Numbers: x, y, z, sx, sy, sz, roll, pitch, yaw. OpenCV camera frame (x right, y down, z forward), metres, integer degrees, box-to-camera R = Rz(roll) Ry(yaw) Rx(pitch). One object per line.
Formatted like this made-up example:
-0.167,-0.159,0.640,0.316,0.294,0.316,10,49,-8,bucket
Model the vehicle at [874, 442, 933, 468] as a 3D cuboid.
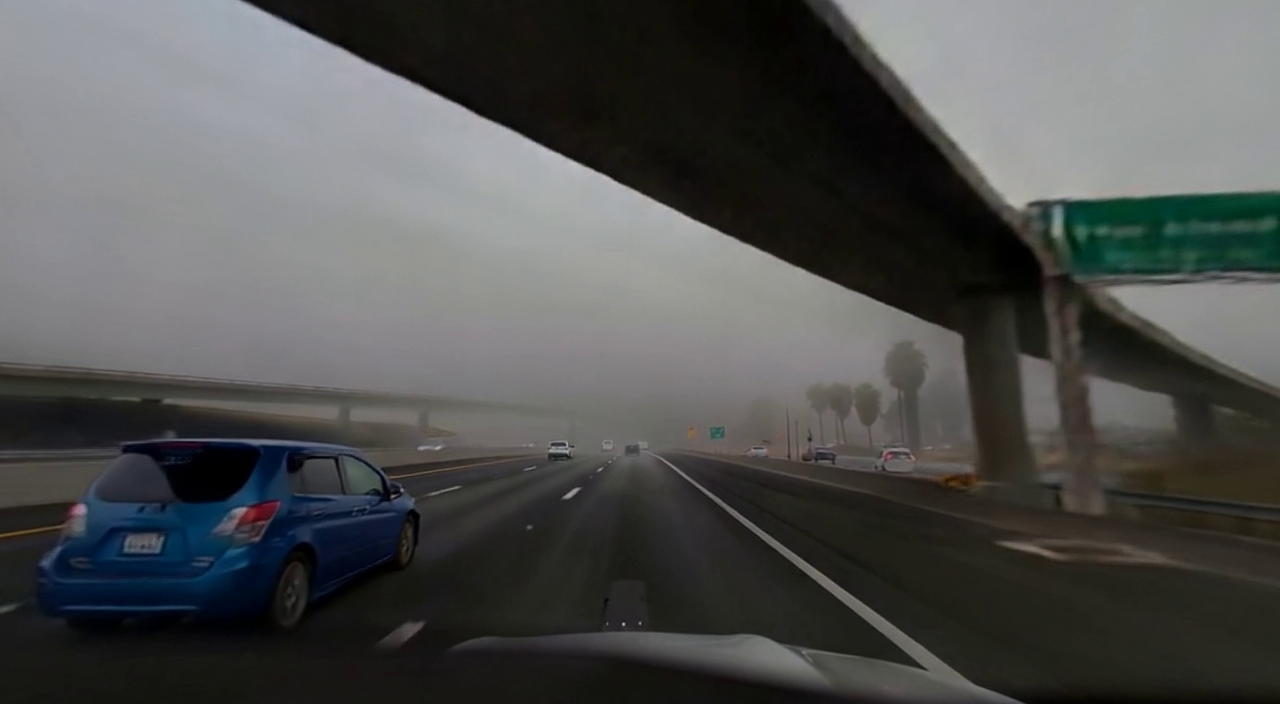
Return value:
18.712,7.326,44.888,2.294,1.737,4.708,0,-8,2,vehicle
